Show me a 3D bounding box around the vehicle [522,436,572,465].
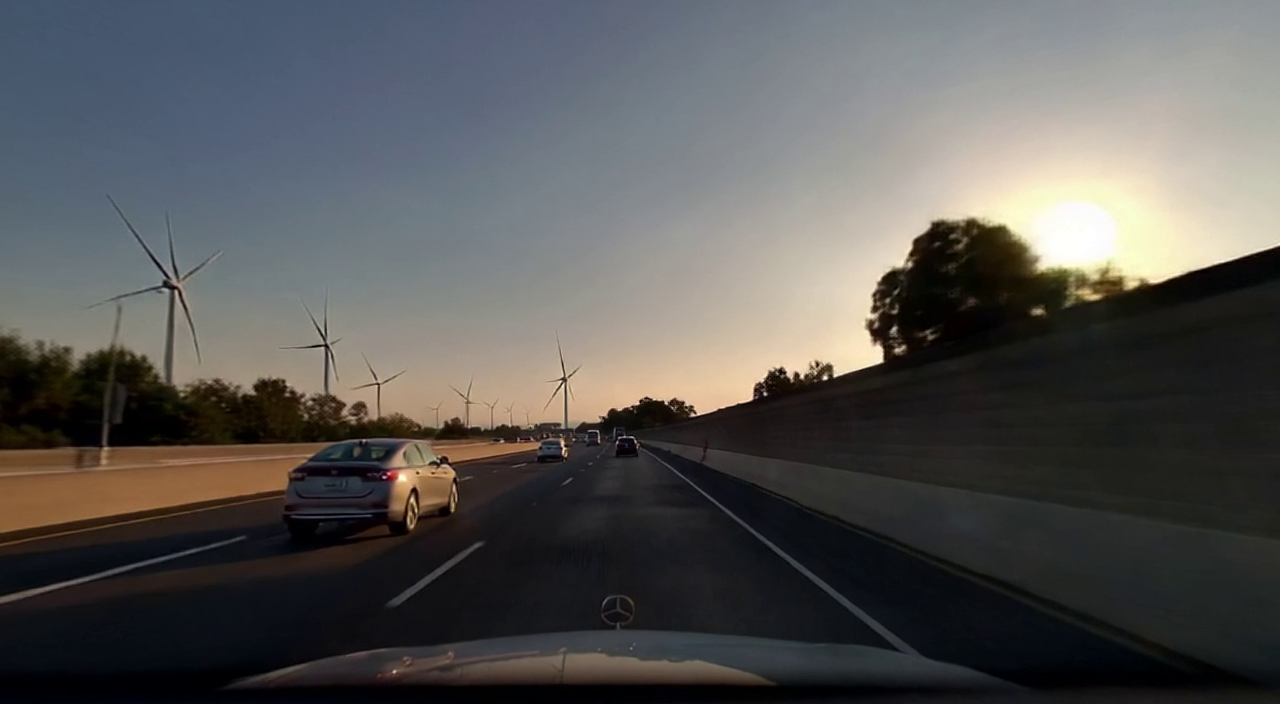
[{"bbox_3d":[-4.809,5.118,33.035,2.059,1.436,3.802,0,-8,0],"label":"vehicle"}]

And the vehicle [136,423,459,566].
[{"bbox_3d":[-4.217,1.794,8.893,1.998,1.468,4.635,0,-8,-1],"label":"vehicle"}]

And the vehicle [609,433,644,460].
[{"bbox_3d":[-0.809,5.797,38.744,2.027,1.550,3.607,0,-8,-1],"label":"vehicle"}]
